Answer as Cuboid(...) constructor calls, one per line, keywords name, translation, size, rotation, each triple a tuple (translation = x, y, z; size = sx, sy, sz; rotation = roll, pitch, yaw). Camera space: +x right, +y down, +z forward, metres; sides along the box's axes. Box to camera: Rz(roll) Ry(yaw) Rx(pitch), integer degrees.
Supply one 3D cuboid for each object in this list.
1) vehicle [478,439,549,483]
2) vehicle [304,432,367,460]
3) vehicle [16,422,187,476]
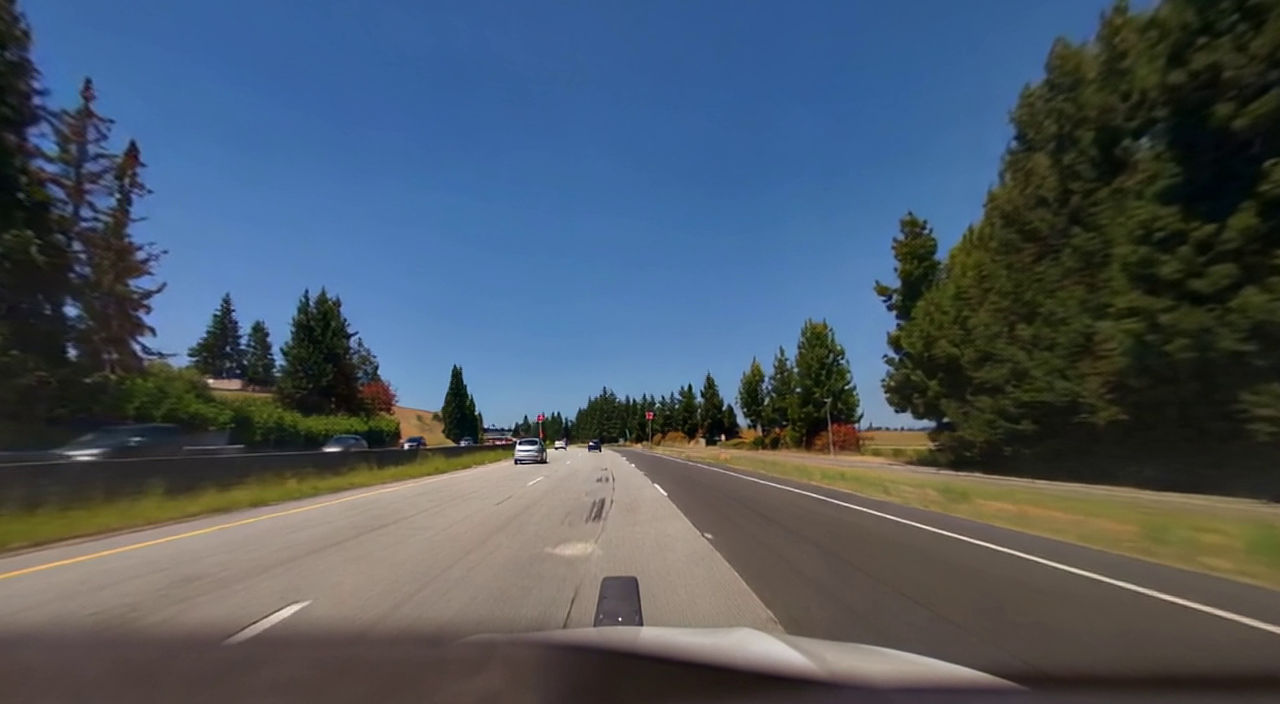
Cuboid(name="vehicle", translation=(-4.406, 3.831, 22.502), size=(1.874, 1.369, 3.875), rotation=(0, -8, -2))
Cuboid(name="vehicle", translation=(-17.355, 5.356, 36.130), size=(1.780, 1.474, 3.845), rotation=(0, -8, -3))
Cuboid(name="vehicle", translation=(-17.393, 3.144, 20.696), size=(2.029, 1.579, 4.139), rotation=(0, -8, -2))
